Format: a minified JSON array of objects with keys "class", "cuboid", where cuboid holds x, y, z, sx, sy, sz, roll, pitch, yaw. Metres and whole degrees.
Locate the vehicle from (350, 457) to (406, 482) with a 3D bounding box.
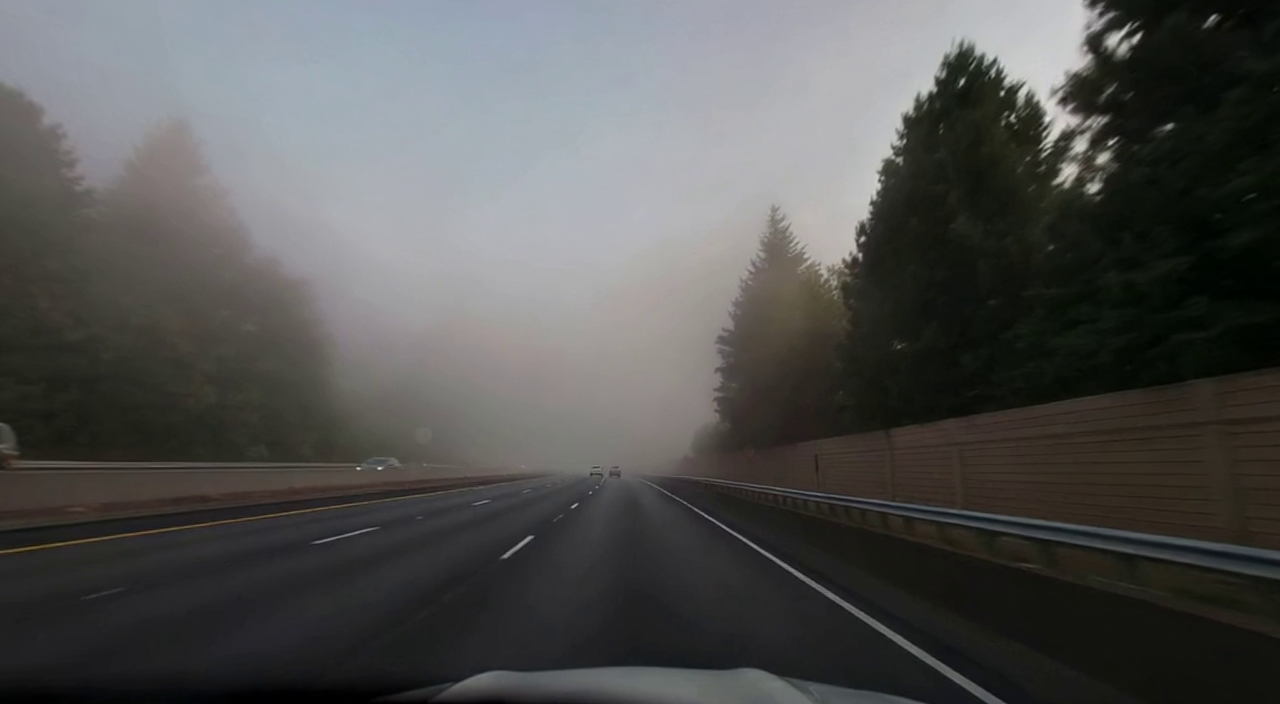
[{"class":"vehicle","cuboid":[-17.280,7.781,41.744,1.896,1.527,4.385,1,-10,-1]}]
